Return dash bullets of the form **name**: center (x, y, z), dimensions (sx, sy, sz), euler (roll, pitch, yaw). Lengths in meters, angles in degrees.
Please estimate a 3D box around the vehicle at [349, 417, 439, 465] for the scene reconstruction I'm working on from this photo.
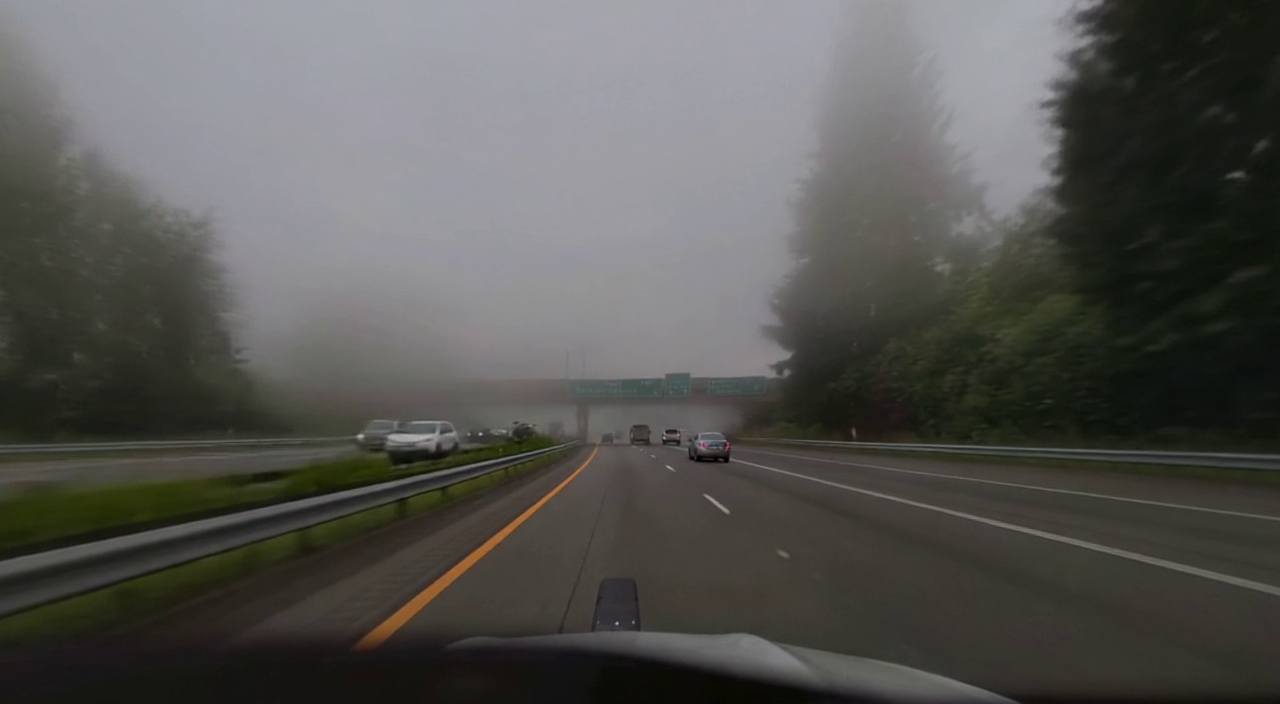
- **vehicle**: center (-9.738, 3.566, 25.356), dimensions (1.987, 1.748, 4.328), euler (0, -7, -2)

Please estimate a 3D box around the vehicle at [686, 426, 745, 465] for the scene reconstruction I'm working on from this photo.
- **vehicle**: center (3.219, 4.065, 27.607), dimensions (1.938, 1.578, 3.764), euler (0, -7, -3)
